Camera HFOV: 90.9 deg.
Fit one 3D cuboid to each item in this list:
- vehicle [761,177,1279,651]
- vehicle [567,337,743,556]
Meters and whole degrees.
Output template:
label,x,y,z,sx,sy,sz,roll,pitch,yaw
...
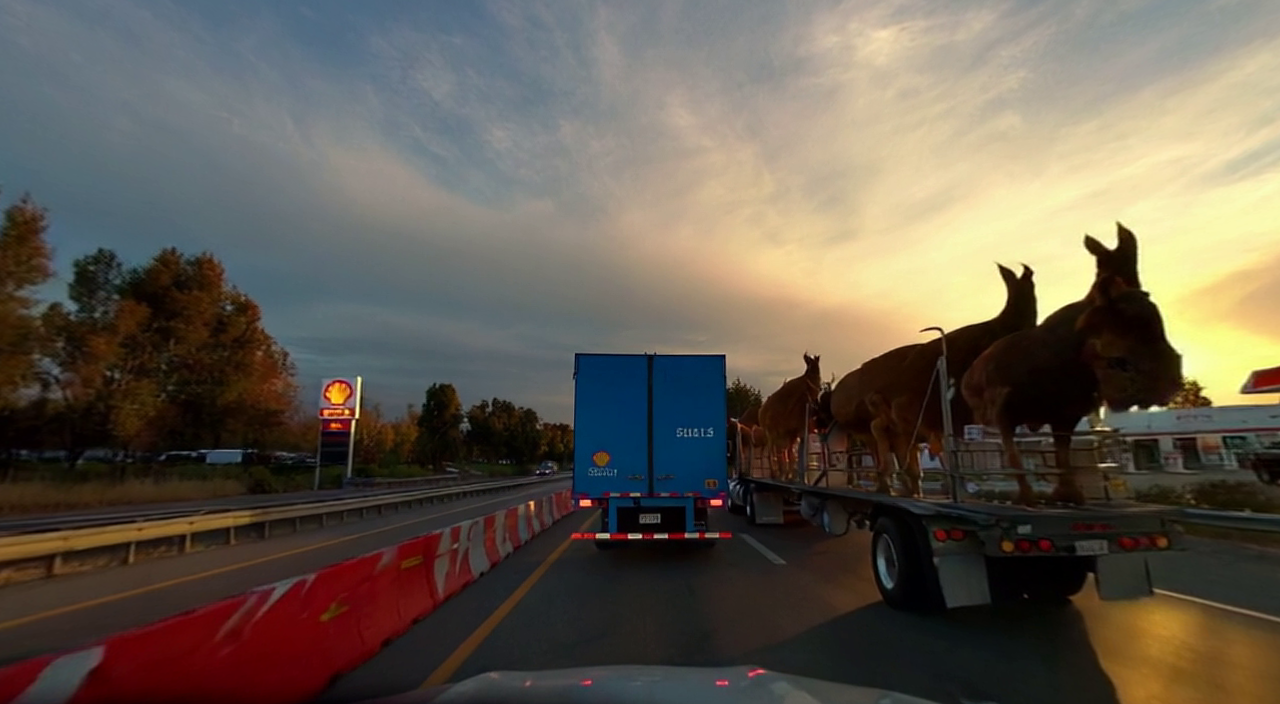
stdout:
label,x,y,z,sx,sy,sz,roll,pitch,yaw
vehicle,4.336,1.227,9.533,2.936,3.640,9.443,1,-10,-1
vehicle,0.241,2.191,13.952,2.618,3.306,8.676,1,-10,0
